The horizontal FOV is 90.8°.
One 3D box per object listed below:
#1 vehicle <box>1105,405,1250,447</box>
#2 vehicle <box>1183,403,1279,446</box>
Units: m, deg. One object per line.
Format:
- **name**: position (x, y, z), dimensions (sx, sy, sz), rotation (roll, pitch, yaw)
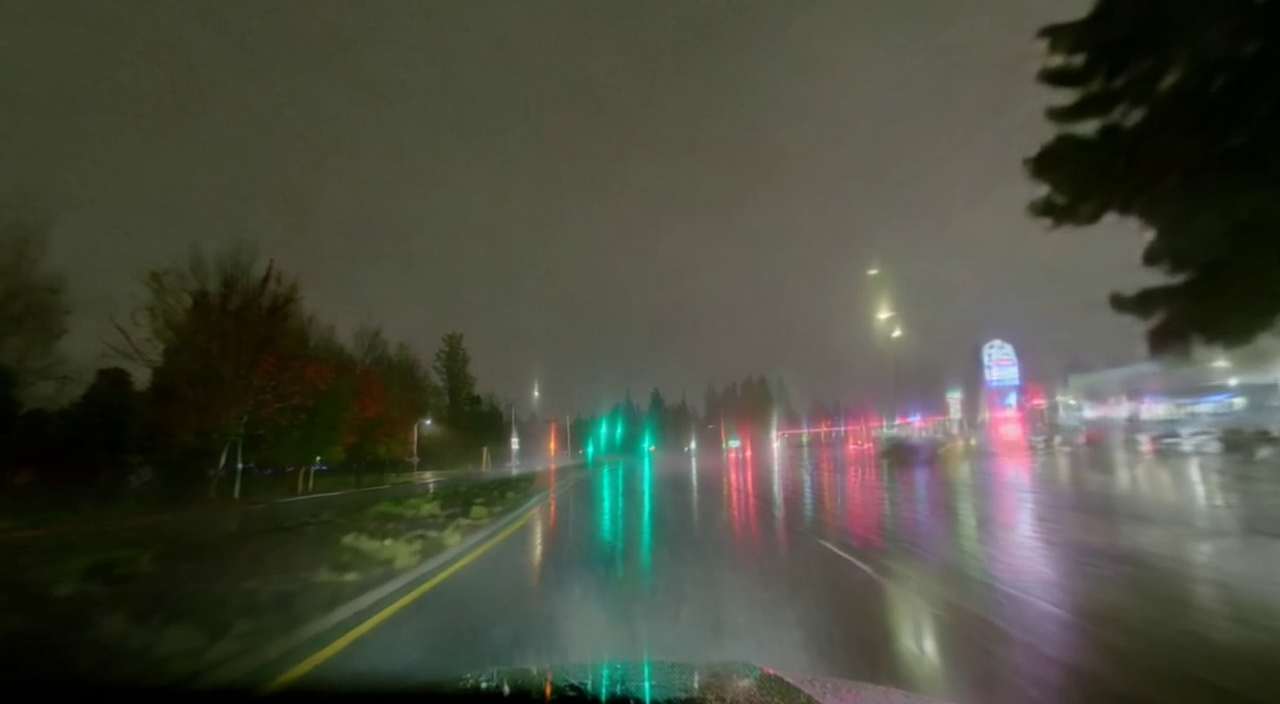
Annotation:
- **vehicle**: position (23.130, 3.232, 27.342), dimensions (4.326, 1.695, 1.975), rotation (-1, -9, 3)
- **vehicle**: position (23.576, 2.783, 24.104), dimensions (3.778, 1.546, 1.949), rotation (-1, -9, 1)
